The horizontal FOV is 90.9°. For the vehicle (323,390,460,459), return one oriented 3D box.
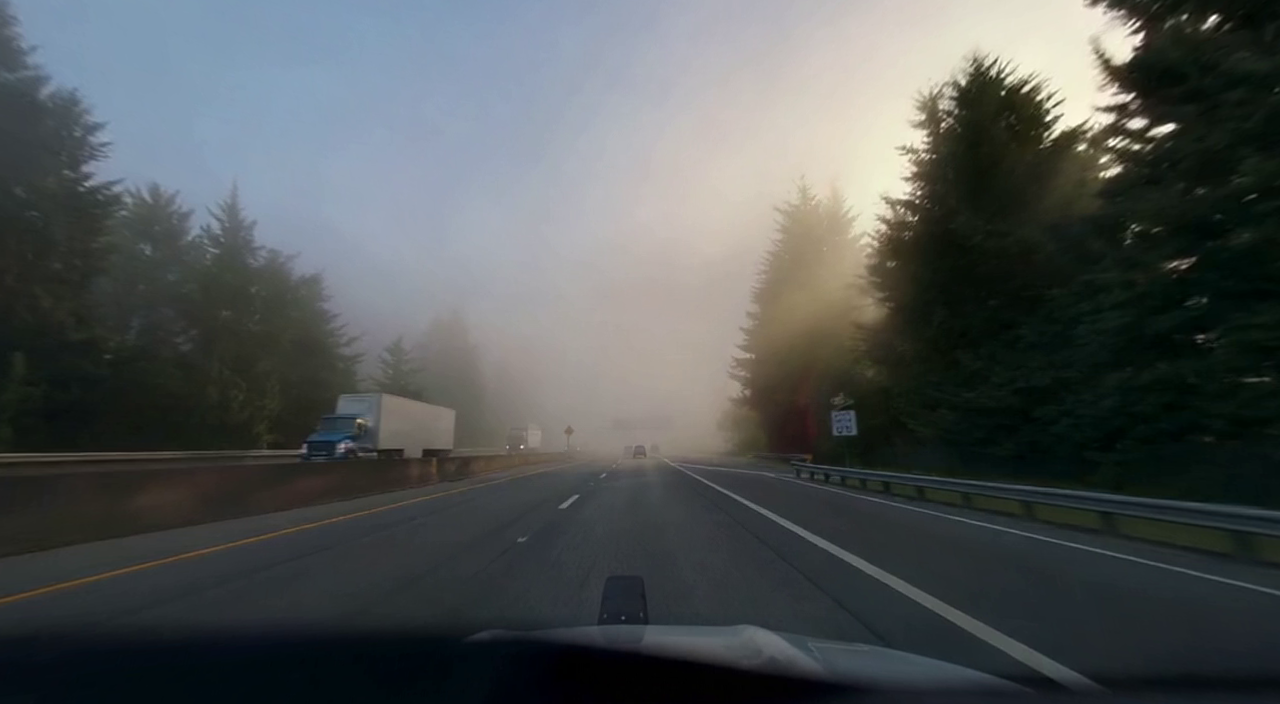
[{"bbox_3d":[-16.331,5.371,43.698,2.878,3.843,16.564,0,-9,0],"label":"vehicle"}]
